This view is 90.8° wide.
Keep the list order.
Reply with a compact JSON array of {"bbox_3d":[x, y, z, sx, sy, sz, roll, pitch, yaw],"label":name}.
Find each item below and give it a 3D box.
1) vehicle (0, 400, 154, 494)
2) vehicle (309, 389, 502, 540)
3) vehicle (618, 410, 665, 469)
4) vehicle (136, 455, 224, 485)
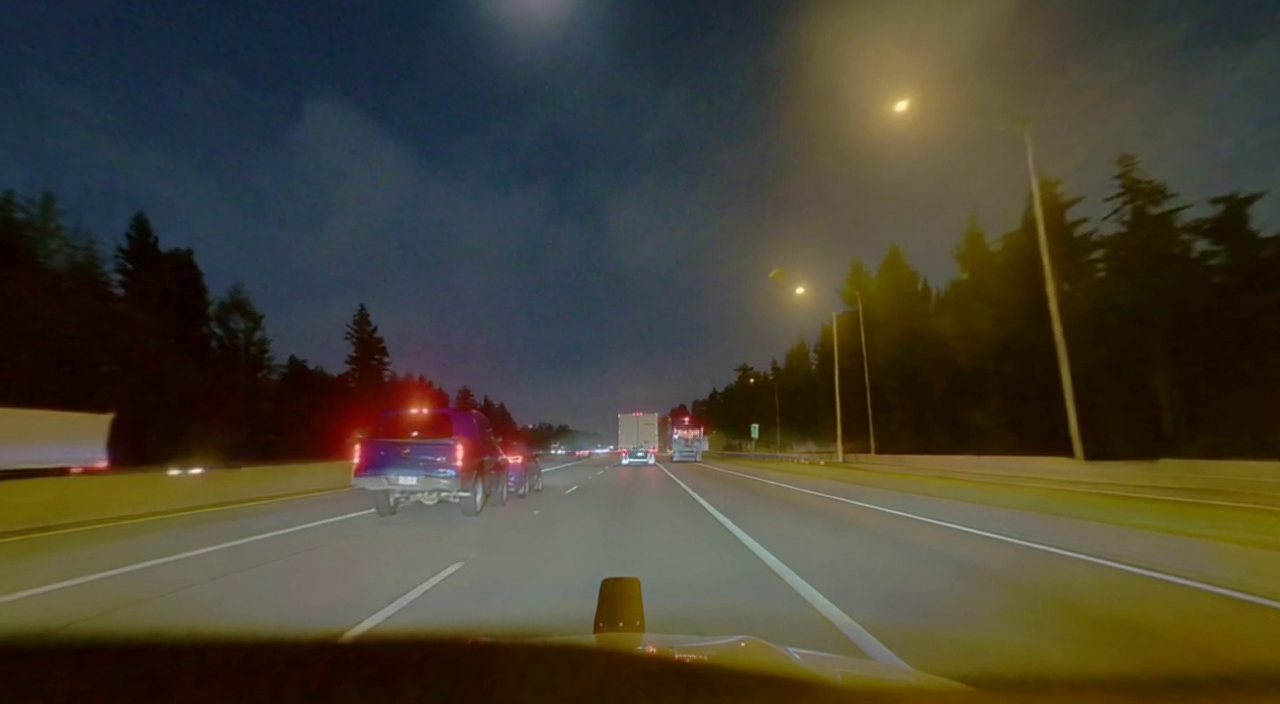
[{"bbox_3d":[-28.422,4.611,30.529,3.036,3.912,8.215,0,-9,1],"label":"vehicle"},{"bbox_3d":[-3.866,1.936,11.191,2.033,2.234,3.490,0,-9,0],"label":"vehicle"},{"bbox_3d":[0.073,6.819,48.831,3.201,4.019,10.918,0,-9,0],"label":"vehicle"},{"bbox_3d":[-24.461,6.263,33.740,1.760,1.435,3.810,0,-9,1],"label":"vehicle"}]
